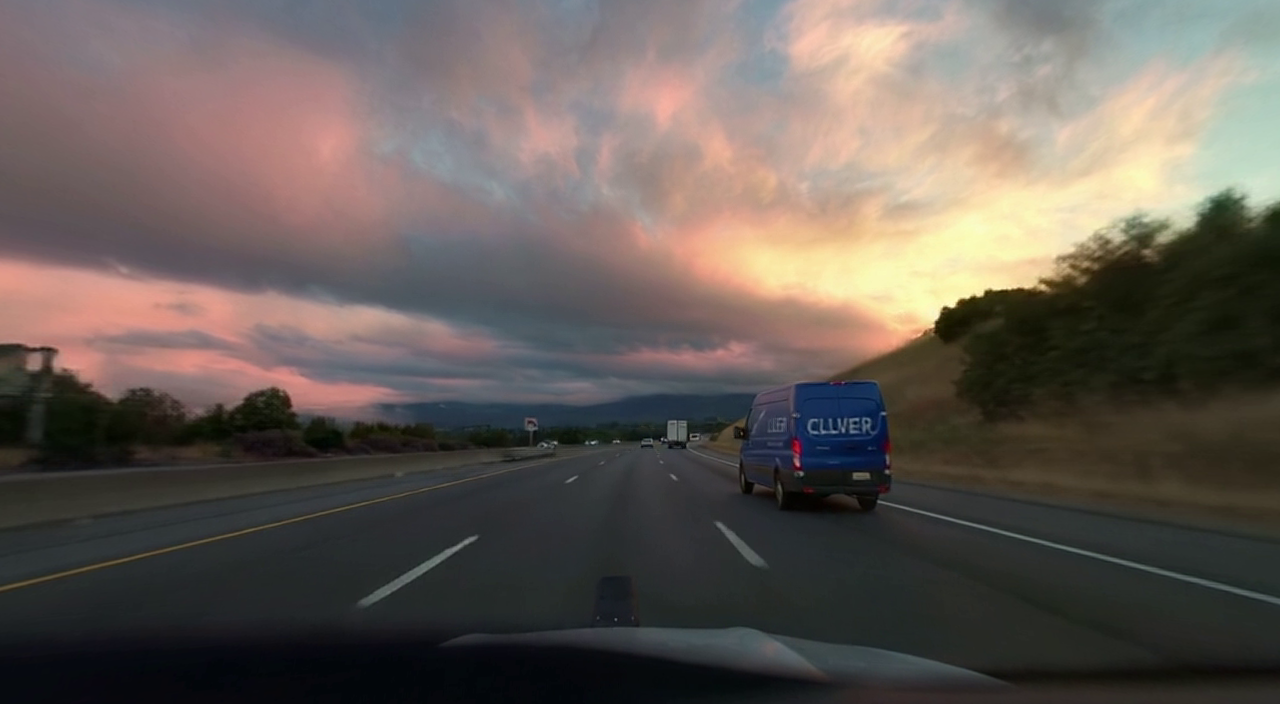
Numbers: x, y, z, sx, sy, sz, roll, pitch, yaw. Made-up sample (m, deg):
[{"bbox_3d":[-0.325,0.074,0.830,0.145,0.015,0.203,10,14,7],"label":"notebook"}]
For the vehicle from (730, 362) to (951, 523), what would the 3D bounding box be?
[{"bbox_3d":[3.599,1.828,12.872,2.485,2.562,5.535,0,-8,-2],"label":"vehicle"}]
